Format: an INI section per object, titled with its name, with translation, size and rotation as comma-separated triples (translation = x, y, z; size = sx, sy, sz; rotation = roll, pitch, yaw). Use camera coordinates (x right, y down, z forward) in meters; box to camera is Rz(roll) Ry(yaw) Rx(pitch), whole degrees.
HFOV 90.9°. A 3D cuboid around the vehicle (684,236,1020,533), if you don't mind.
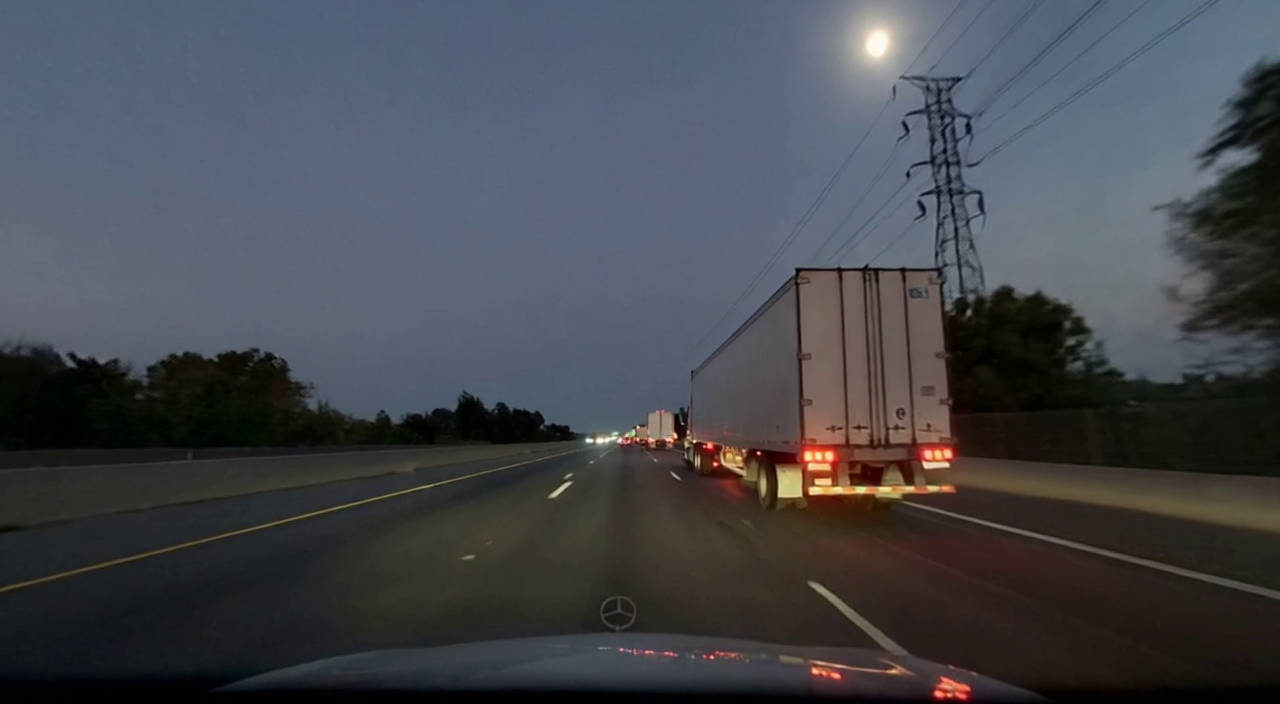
[vehicle]
translation = 3.360, 1.338, 15.680
size = 2.905, 4.080, 14.157
rotation = 0, -8, -2
